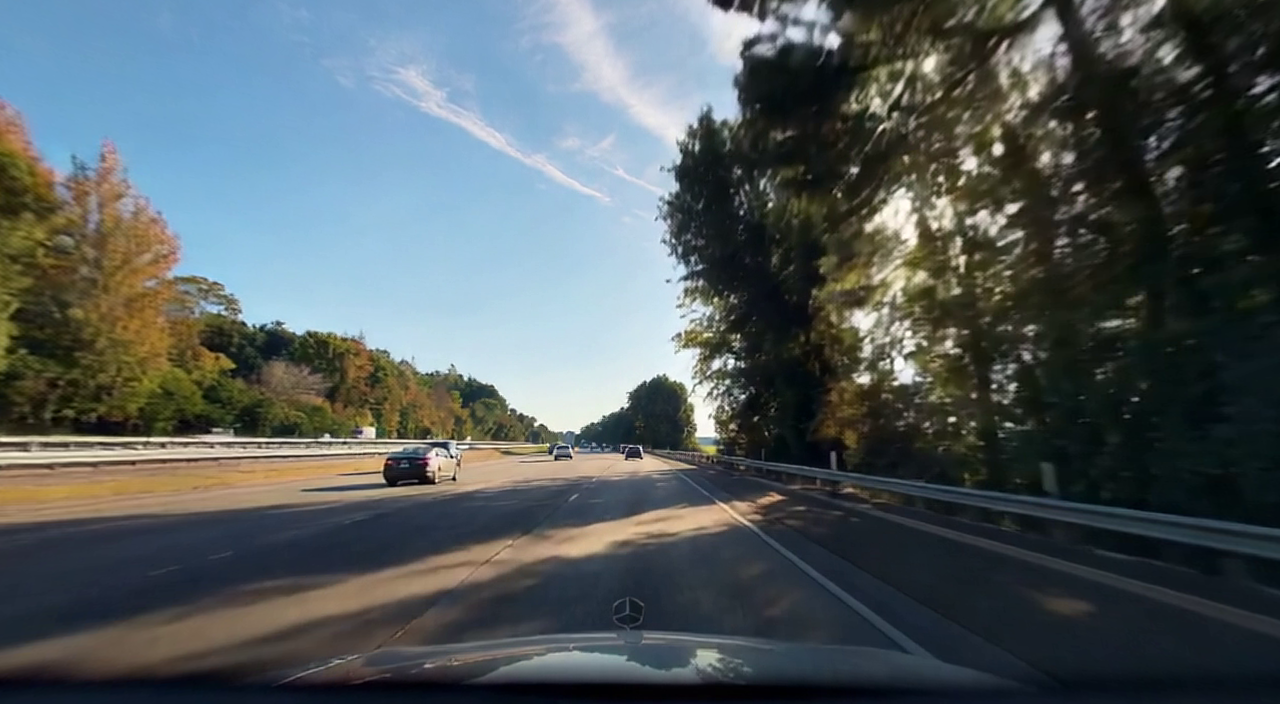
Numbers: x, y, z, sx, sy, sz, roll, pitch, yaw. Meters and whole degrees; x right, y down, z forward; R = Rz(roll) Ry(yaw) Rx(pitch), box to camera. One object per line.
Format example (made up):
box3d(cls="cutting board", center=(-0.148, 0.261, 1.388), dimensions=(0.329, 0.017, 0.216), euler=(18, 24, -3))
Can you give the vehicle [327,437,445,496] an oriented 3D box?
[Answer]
box3d(cls="vehicle", center=(-7.551, 3.424, 19.239), dimensions=(1.972, 1.603, 3.891), euler=(0, -8, 0))
